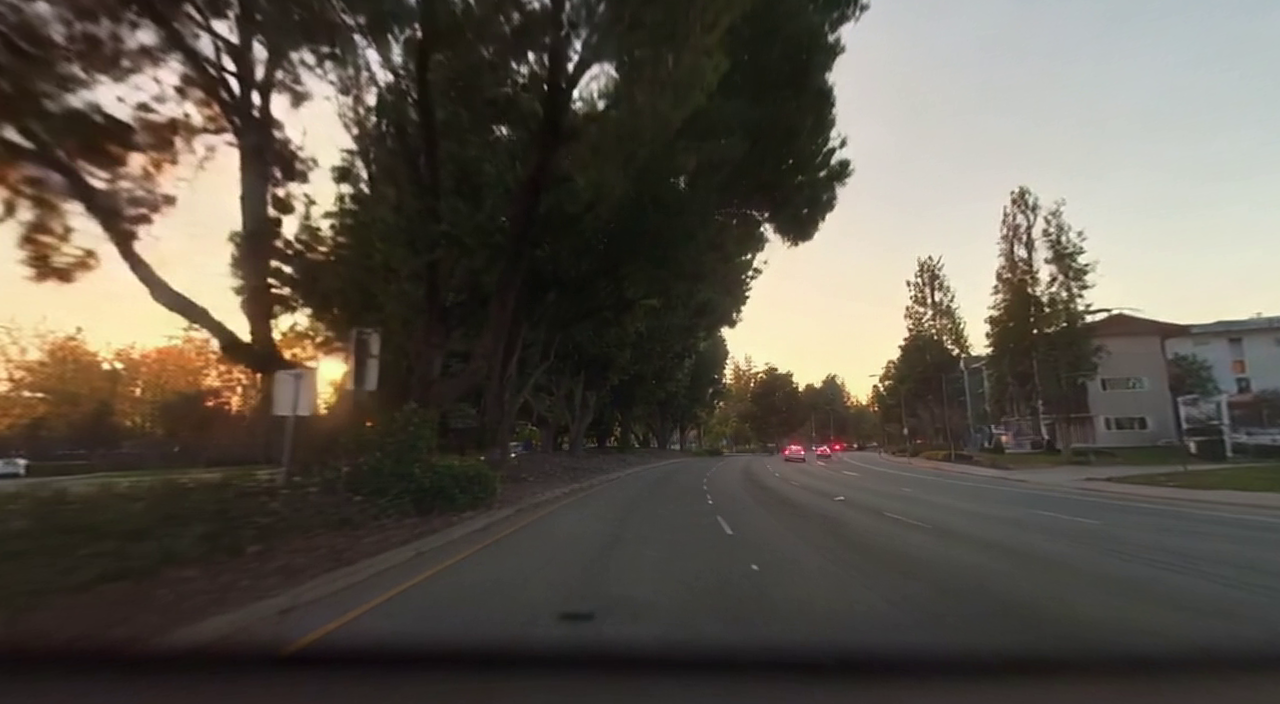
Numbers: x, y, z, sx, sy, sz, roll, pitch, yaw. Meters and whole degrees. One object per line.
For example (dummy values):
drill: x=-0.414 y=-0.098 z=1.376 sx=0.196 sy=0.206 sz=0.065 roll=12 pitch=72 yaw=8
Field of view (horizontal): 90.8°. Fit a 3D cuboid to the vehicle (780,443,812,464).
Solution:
vehicle: x=11.777 y=7.670 z=47.916 sx=1.988 sy=1.460 sz=3.996 roll=-2 pitch=-9 yaw=9
